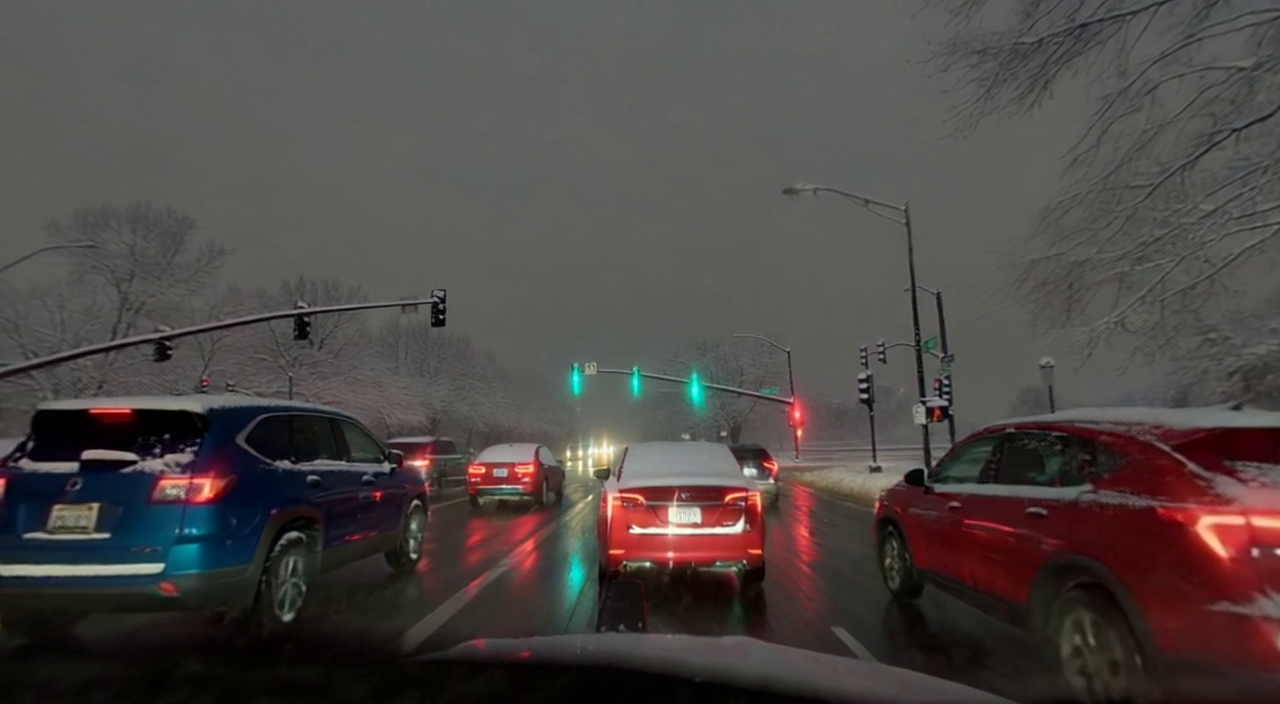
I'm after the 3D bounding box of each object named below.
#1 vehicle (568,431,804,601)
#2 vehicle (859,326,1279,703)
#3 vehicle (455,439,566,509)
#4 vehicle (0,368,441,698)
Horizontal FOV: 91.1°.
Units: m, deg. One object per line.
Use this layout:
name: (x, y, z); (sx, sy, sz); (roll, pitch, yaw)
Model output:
vehicle: (0.371, 1.718, 7.477); (2.051, 1.460, 3.932); (0, -8, -1)
vehicle: (3.088, 1.055, 3.837); (1.880, 1.747, 4.500); (0, -8, 0)
vehicle: (-3.079, 2.981, 15.813); (1.868, 1.516, 4.114); (0, -8, 1)
vehicle: (-3.453, 1.284, 5.600); (1.889, 1.767, 4.289); (0, -8, 1)
